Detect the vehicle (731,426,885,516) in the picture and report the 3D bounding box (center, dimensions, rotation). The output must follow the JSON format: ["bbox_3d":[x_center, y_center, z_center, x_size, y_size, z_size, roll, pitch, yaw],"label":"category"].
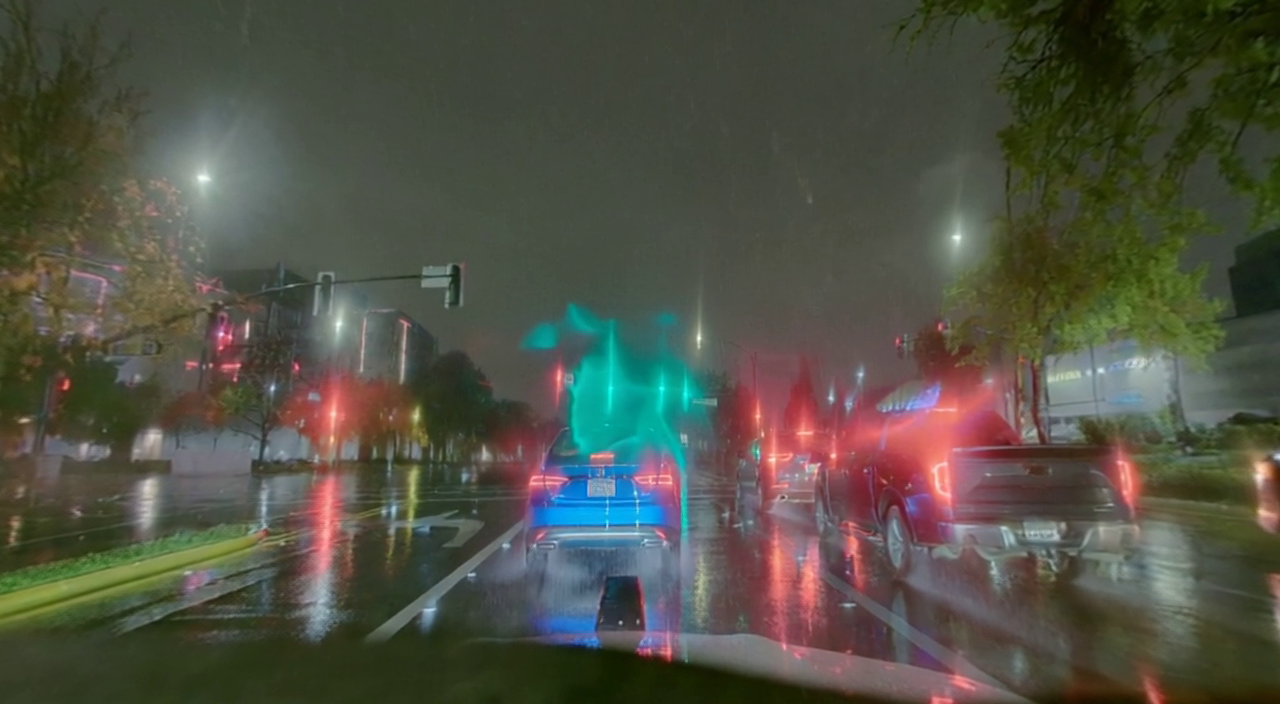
[{"bbox_3d":[3.374,2.484,13.690,2.031,1.626,4.264,0,-8,-2],"label":"vehicle"}]

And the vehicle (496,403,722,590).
[{"bbox_3d":[-0.282,1.584,7.634,2.037,1.674,3.693,0,-8,0],"label":"vehicle"}]

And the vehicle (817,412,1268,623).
[{"bbox_3d":[3.658,1.573,7.067,1.955,1.550,4.587,0,-8,-1],"label":"vehicle"}]
